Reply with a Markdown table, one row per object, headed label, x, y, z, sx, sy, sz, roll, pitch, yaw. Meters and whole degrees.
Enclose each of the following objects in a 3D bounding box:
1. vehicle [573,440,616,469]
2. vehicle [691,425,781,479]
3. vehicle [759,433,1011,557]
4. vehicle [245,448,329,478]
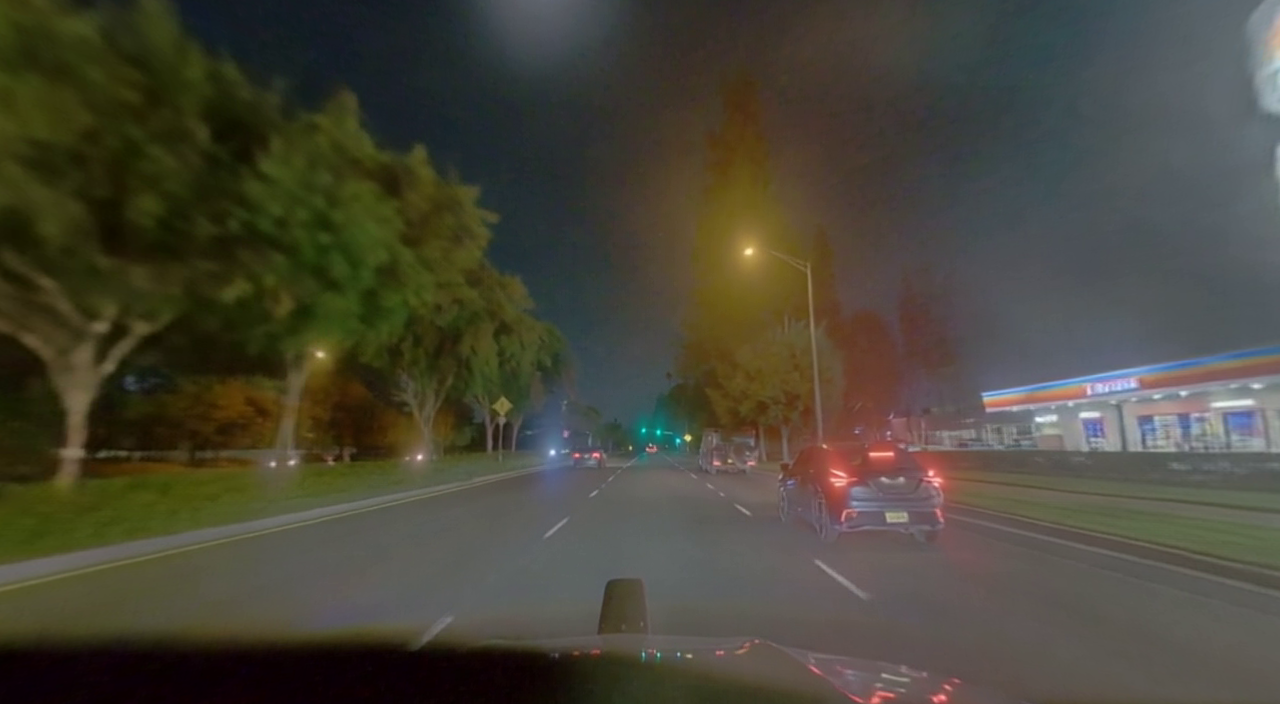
| label | x | y | z | sx | sy | sz | roll | pitch | yaw |
| --- | --- | --- | --- | --- | --- | --- | --- | --- | --- |
| vehicle | -2.850 | 6.547 | 40.526 | 2.250 | 1.713 | 4.422 | 0 | -8 | 2 |
| vehicle | 4.243 | 4.632 | 29.451 | 3.245 | 2.199 | 6.295 | 0 | -8 | 0 |
| vehicle | 3.389 | 2.069 | 9.960 | 2.095 | 1.475 | 4.686 | 0 | -9 | 0 |
| vehicle | -21.367 | 6.705 | 38.380 | 2.106 | 1.660 | 4.699 | -1 | -9 | 4 |
